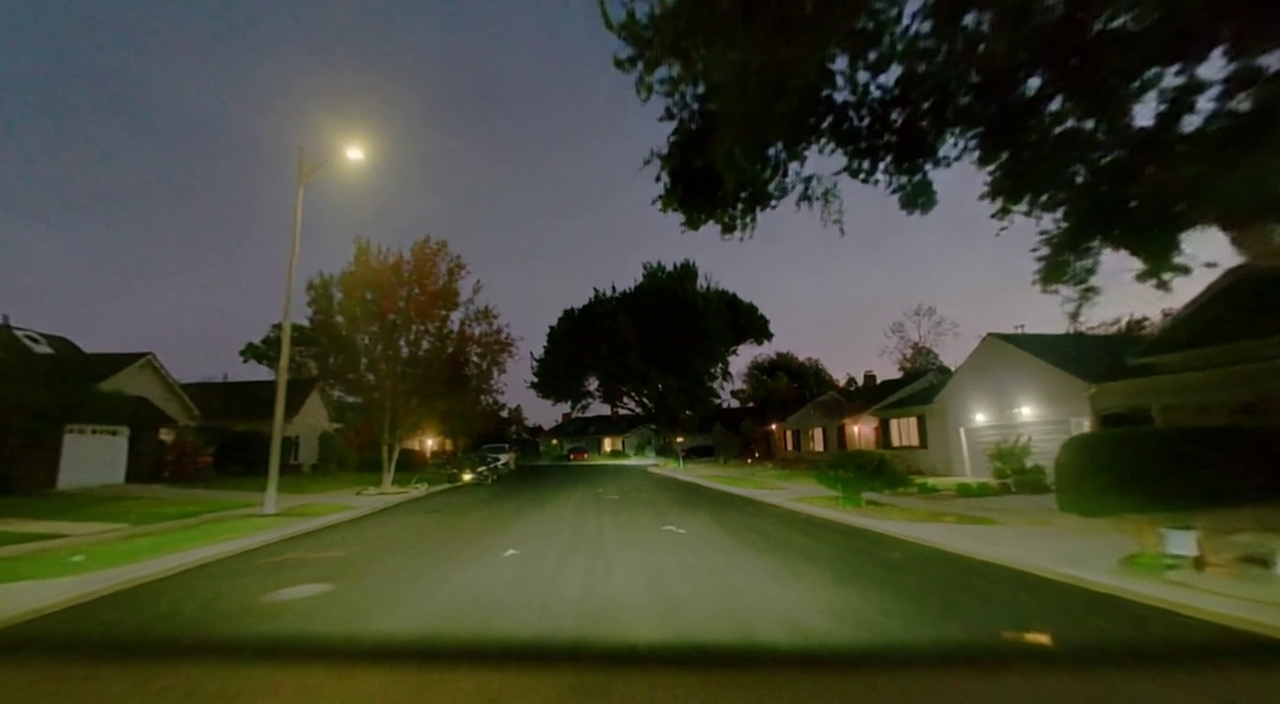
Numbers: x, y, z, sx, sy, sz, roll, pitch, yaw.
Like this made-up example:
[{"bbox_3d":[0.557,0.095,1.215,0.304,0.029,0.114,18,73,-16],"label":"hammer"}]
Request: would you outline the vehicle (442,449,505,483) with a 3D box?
[{"bbox_3d":[-7.469,5.130,28.645,2.017,1.397,4.004,0,-9,-4],"label":"vehicle"}]
